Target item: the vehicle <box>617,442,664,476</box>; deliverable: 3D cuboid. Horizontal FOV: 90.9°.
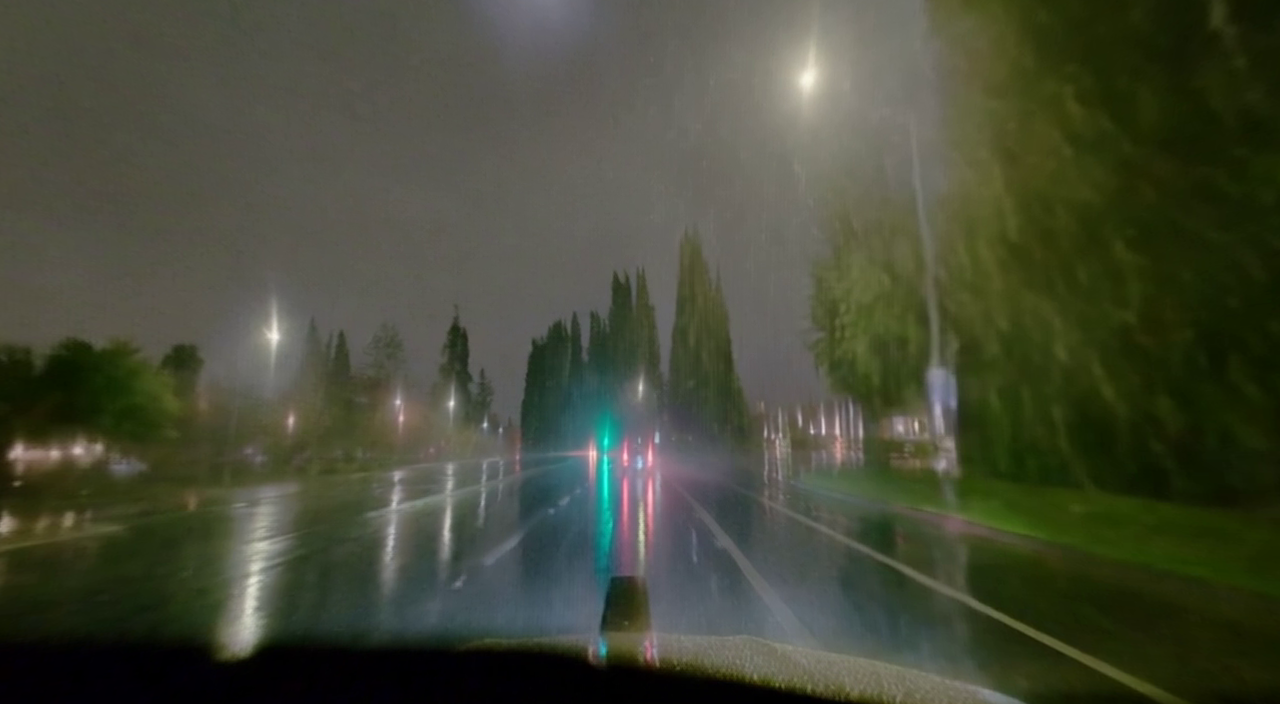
[{"bbox_3d":[0.015,4.931,29.212,2.009,1.456,4.003,0,-8,0],"label":"vehicle"}]
